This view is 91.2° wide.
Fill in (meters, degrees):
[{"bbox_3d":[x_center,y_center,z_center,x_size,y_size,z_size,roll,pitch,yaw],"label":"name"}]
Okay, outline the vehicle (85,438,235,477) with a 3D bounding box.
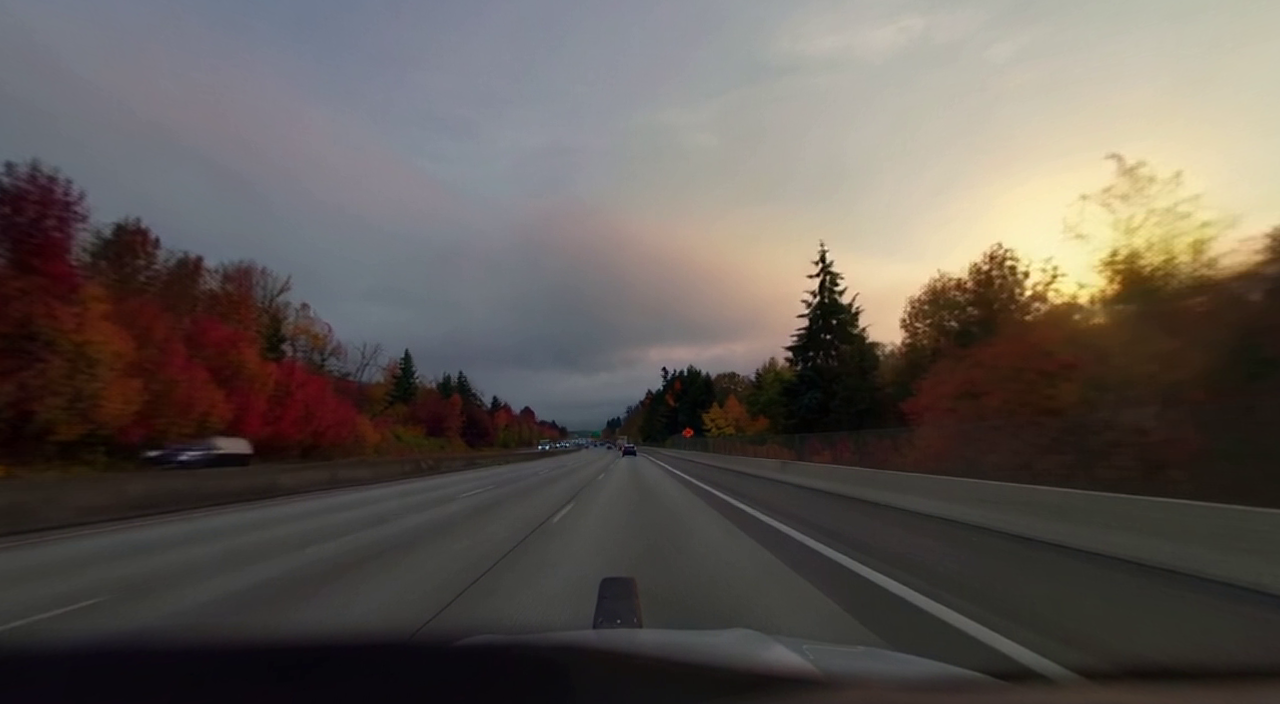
[{"bbox_3d":[-23.420,5.195,31.130,1.968,1.688,6.964,0,-9,0],"label":"vehicle"}]
